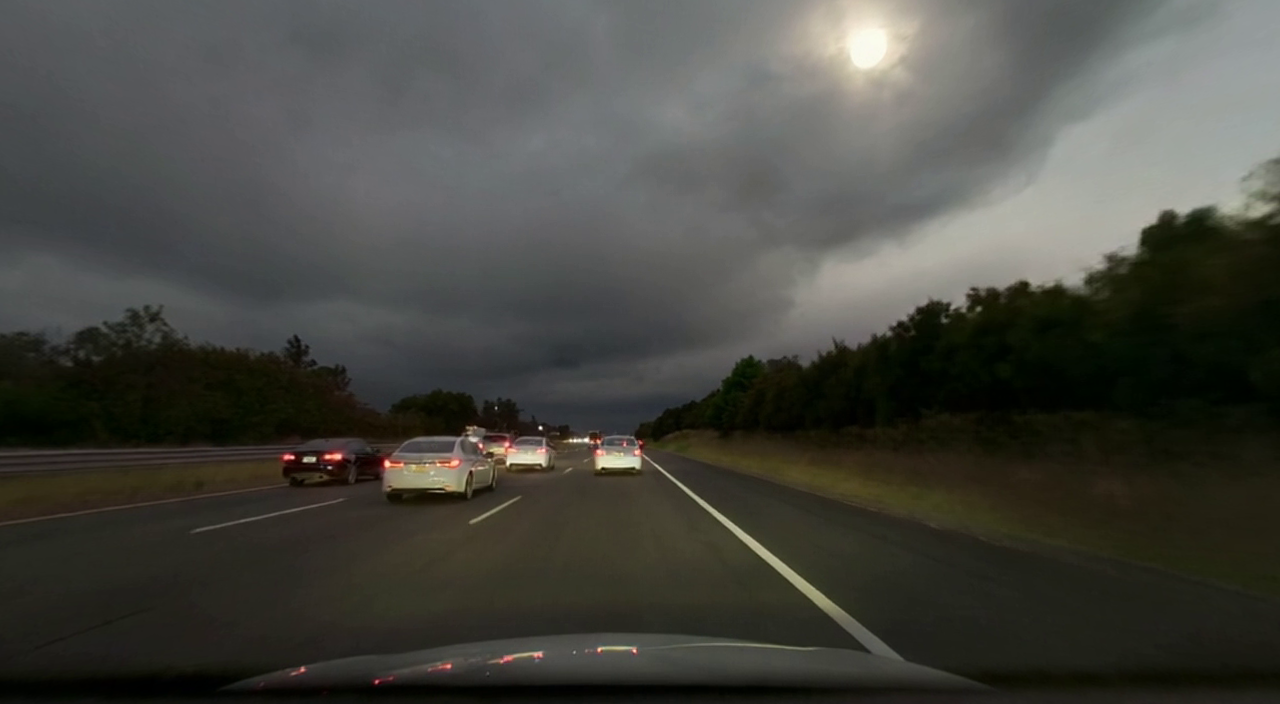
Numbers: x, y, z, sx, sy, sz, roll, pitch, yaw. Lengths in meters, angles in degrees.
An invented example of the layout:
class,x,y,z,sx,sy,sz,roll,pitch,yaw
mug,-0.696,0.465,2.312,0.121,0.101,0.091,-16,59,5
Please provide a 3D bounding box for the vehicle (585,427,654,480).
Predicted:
class,x,y,z,sx,sy,sz,roll,pitch,yaw
vehicle,-0.697,3.505,21.995,2.178,1.658,3.916,0,-8,-1

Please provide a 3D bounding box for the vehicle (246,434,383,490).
class,x,y,z,sx,sy,sz,roll,pitch,yaw
vehicle,-9.226,3.109,18.247,1.850,1.439,3.932,0,-8,0

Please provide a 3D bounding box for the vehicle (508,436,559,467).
class,x,y,z,sx,sy,sz,roll,pitch,yaw
vehicle,-5.197,4.877,31.102,1.835,1.432,3.835,0,-8,0

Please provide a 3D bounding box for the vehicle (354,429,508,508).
class,x,y,z,sx,sy,sz,roll,pitch,yaw
vehicle,-4.426,2.504,14.139,1.971,1.464,4.386,0,-8,0
